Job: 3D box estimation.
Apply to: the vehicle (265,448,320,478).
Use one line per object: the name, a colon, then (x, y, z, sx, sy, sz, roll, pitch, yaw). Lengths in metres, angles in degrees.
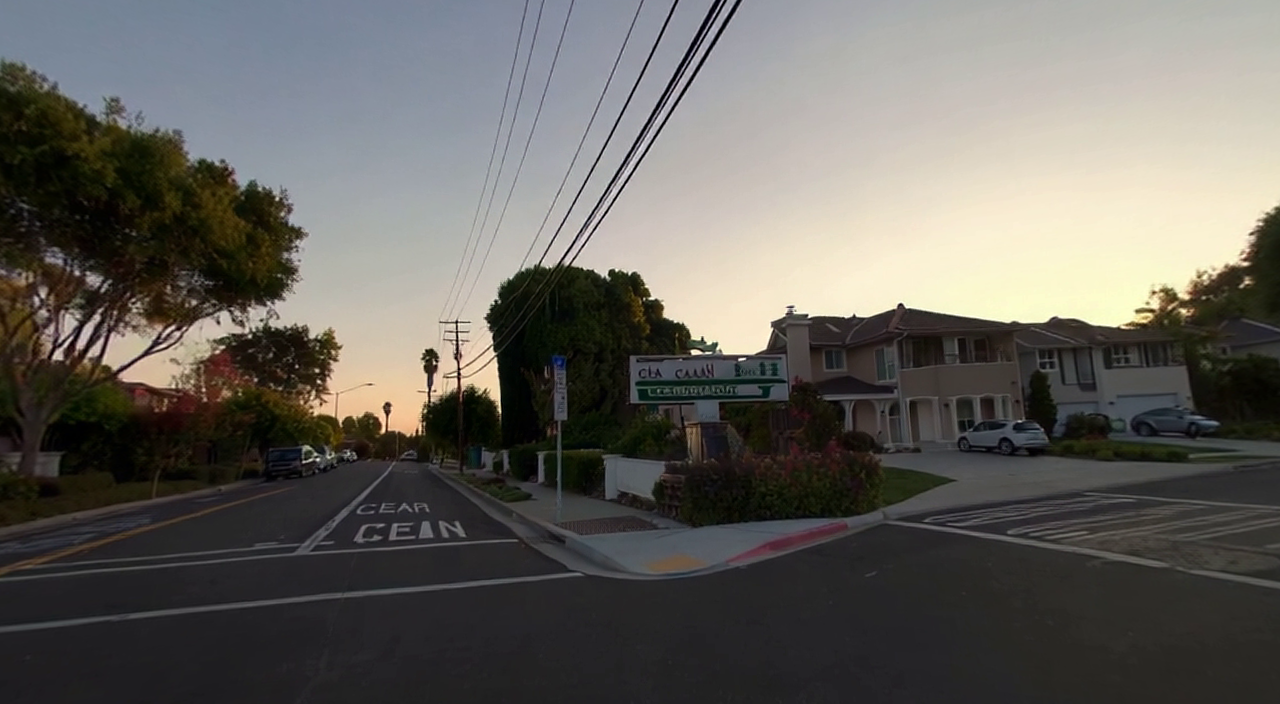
vehicle: (-22.063, 7.017, 40.320, 2.203, 1.787, 4.704, 3, -9, -19)
